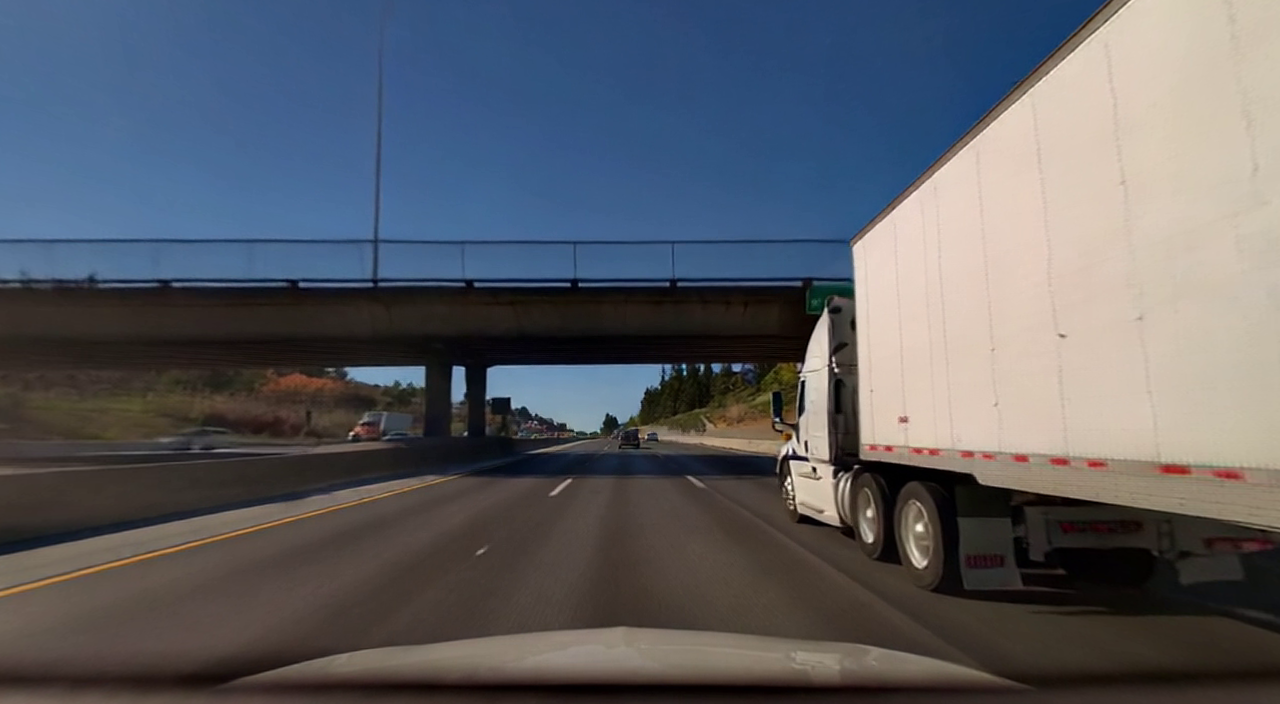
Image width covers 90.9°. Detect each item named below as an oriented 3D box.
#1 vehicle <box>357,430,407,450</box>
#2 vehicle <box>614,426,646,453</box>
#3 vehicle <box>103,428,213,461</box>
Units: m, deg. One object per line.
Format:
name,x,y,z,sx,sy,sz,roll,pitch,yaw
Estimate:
vehicle,-20.189,6.905,49.514,1.823,1.506,4.663,0,-8,1
vehicle,-0.803,6.590,47.319,2.277,1.913,4.510,0,-7,-2
vehicle,-23.212,4.466,30.584,1.828,1.475,4.273,0,-8,2
